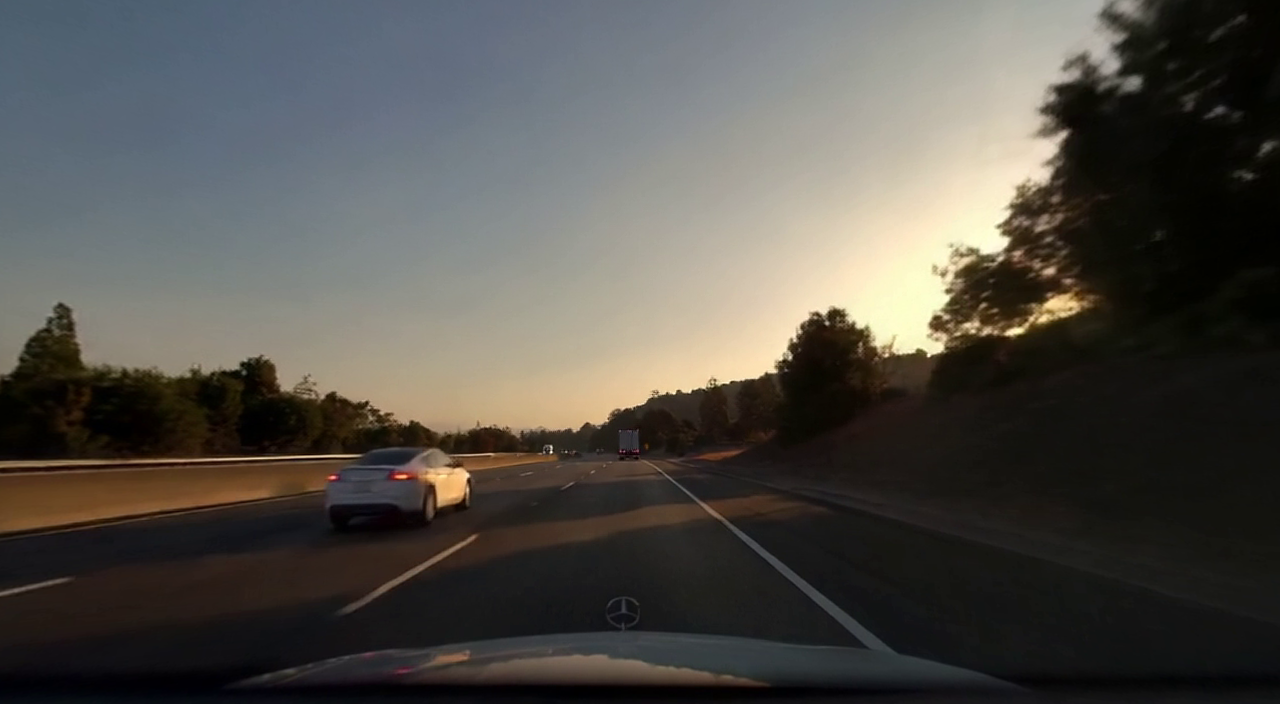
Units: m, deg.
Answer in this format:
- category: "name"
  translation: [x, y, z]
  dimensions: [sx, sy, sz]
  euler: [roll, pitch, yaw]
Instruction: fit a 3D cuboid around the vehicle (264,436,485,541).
- category: "vehicle"
  translation: [-4.674, 2.469, 12.181]
  dimensions: [2.108, 1.573, 5.000]
  euler: [0, -9, 0]
